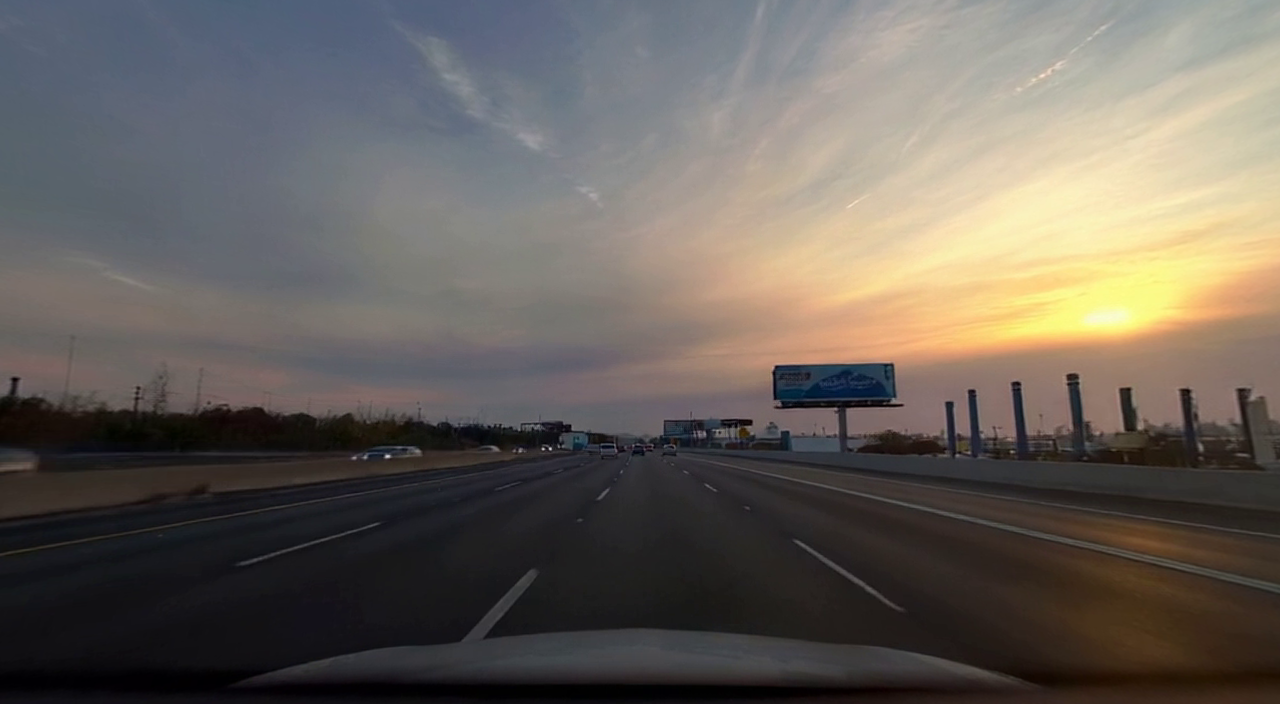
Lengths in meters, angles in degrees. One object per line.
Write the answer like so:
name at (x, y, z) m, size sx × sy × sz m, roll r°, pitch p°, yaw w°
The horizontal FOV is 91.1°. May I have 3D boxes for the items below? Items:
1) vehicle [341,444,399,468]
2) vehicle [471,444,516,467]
vehicle at (-18.825, 7.264, 44.023) m, size 2.026 × 1.607 × 4.471 m, roll 0°, pitch -9°, yaw 1°
vehicle at (-9.988, 7.087, 43.110) m, size 1.974 × 1.513 × 4.584 m, roll 0°, pitch -9°, yaw 0°
